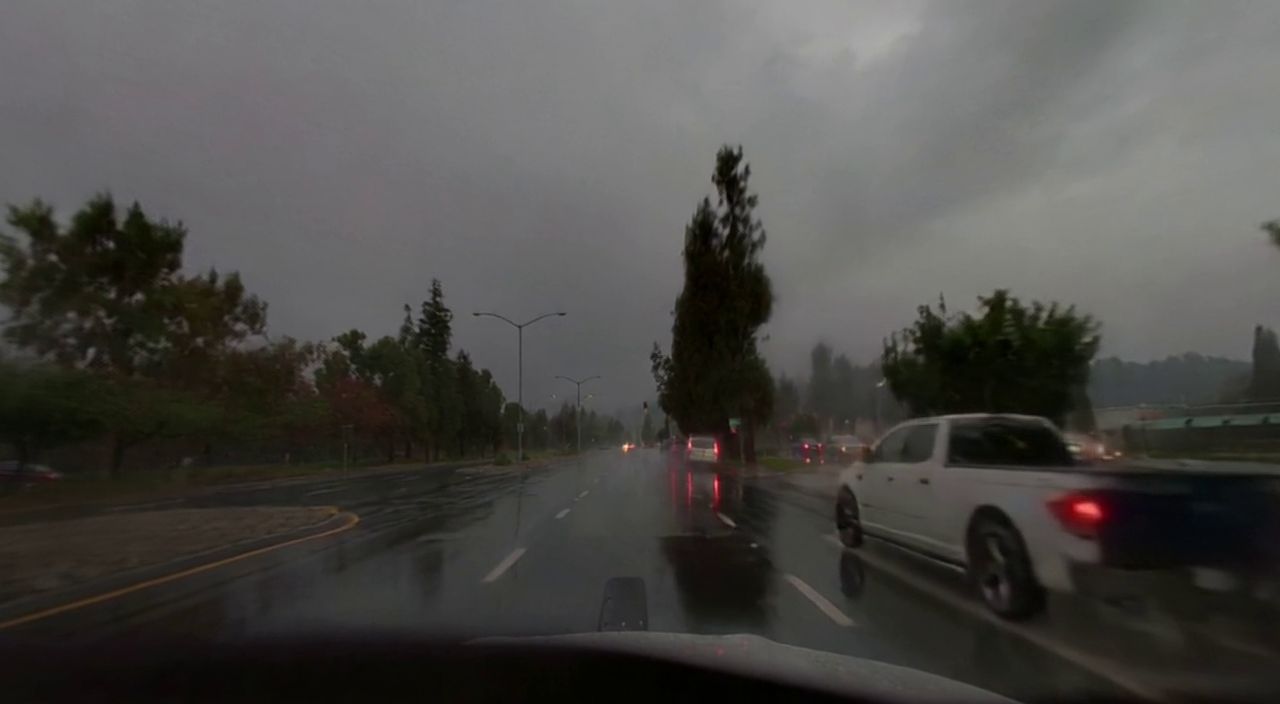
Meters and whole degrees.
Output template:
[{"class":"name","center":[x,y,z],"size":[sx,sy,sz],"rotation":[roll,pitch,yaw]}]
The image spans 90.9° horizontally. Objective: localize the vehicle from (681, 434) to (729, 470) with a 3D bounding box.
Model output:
[{"class":"vehicle","center":[3.538,5.553,35.272],"size":[2.144,1.848,4.159],"rotation":[0,-8,-2]}]

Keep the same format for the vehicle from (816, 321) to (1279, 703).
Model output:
[{"class":"vehicle","center":[3.780,1.180,5.797],"size":[2.493,1.896,5.433],"rotation":[0,-8,-3]}]
